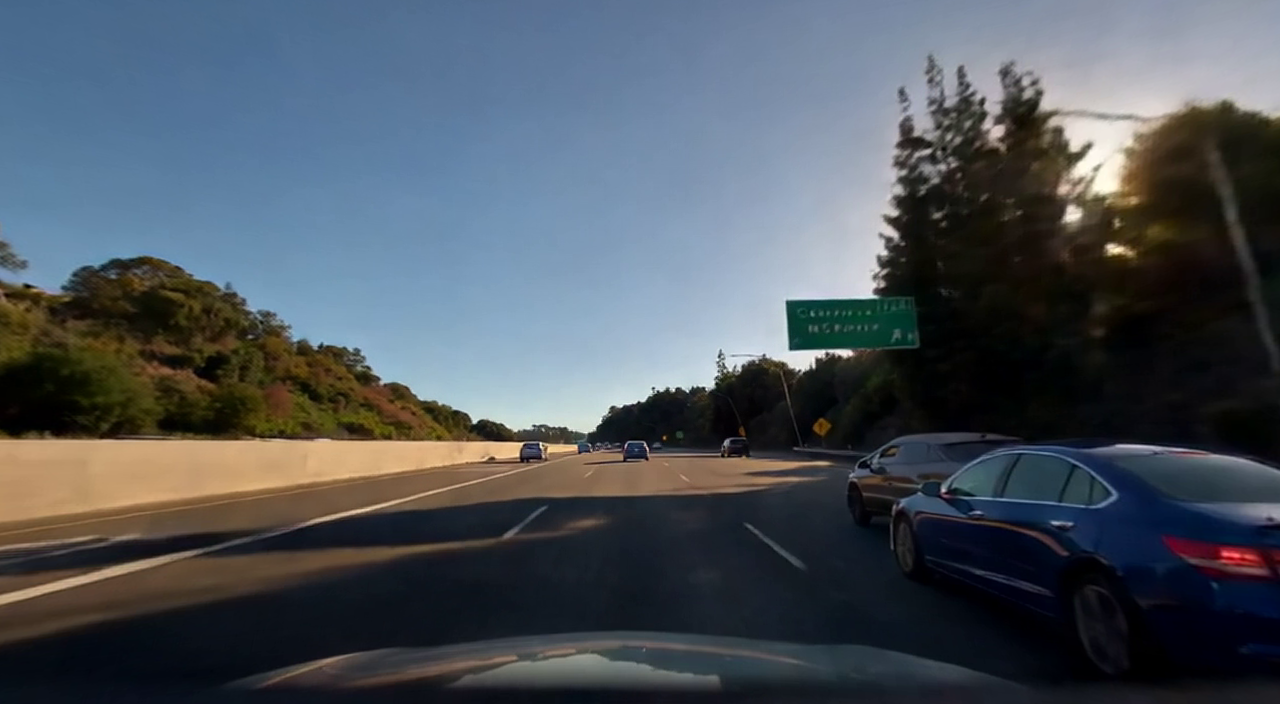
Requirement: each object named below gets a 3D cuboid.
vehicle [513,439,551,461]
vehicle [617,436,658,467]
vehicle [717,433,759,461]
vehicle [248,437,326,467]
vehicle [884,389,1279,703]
[{"bbox_3d":[-8.078,7.353,47.683,2.028,1.552,4.922,0,-8,0],"label":"vehicle"},{"bbox_3d":[-0.141,5.560,35.501,2.157,1.642,4.189,0,-8,-1],"label":"vehicle"},{"bbox_3d":[7.072,6.940,45.998,2.103,1.898,5.310,0,-9,-1],"label":"vehicle"},{"bbox_3d":[-21.390,6.087,38.519,2.058,1.667,4.623,0,-9,-1],"label":"vehicle"},{"bbox_3d":[3.246,1.044,3.233,2.072,1.501,4.694,0,-9,-1],"label":"vehicle"}]
